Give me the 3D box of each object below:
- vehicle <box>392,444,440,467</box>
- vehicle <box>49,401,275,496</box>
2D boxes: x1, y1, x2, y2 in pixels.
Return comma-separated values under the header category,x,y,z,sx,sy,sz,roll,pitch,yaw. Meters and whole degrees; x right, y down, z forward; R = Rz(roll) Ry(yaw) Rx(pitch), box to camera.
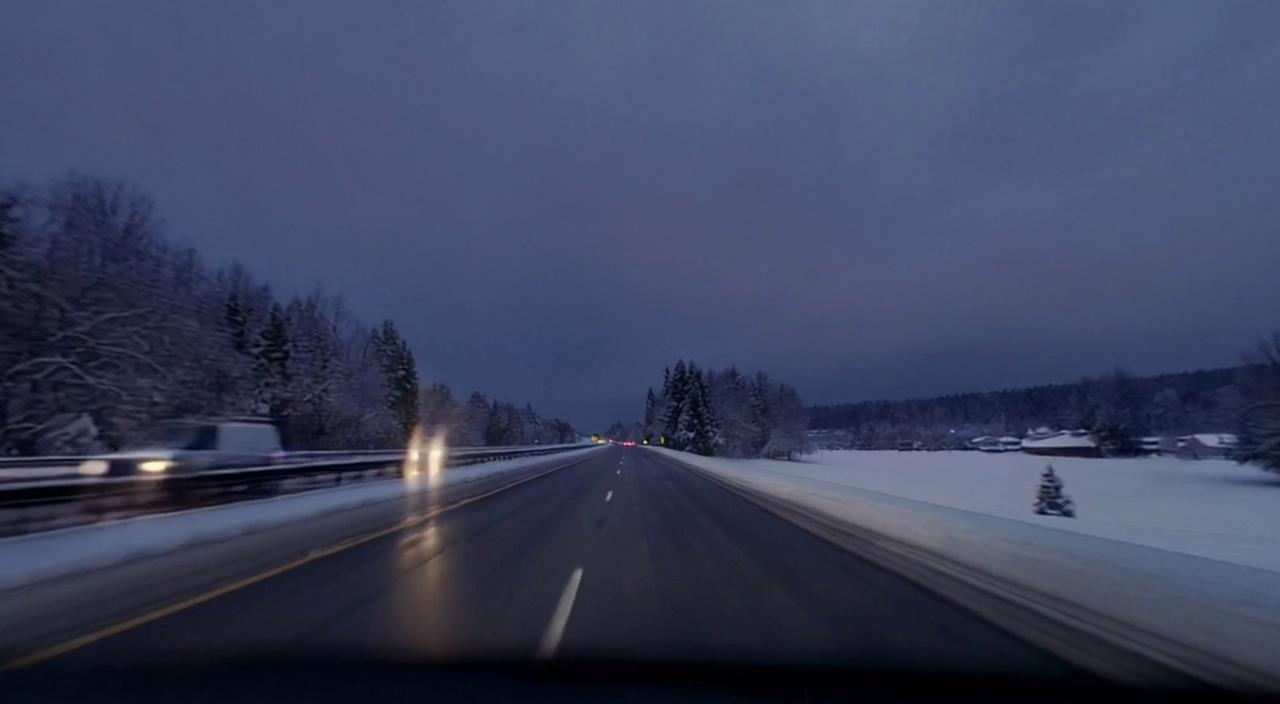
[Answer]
category,x,y,z,sx,sy,sz,roll,pitch,yaw
vehicle,-15.895,7.388,45.031,1.912,1.509,4.292,0,-9,-1
vehicle,-15.206,3.173,20.861,2.435,2.624,6.451,0,-9,-1
